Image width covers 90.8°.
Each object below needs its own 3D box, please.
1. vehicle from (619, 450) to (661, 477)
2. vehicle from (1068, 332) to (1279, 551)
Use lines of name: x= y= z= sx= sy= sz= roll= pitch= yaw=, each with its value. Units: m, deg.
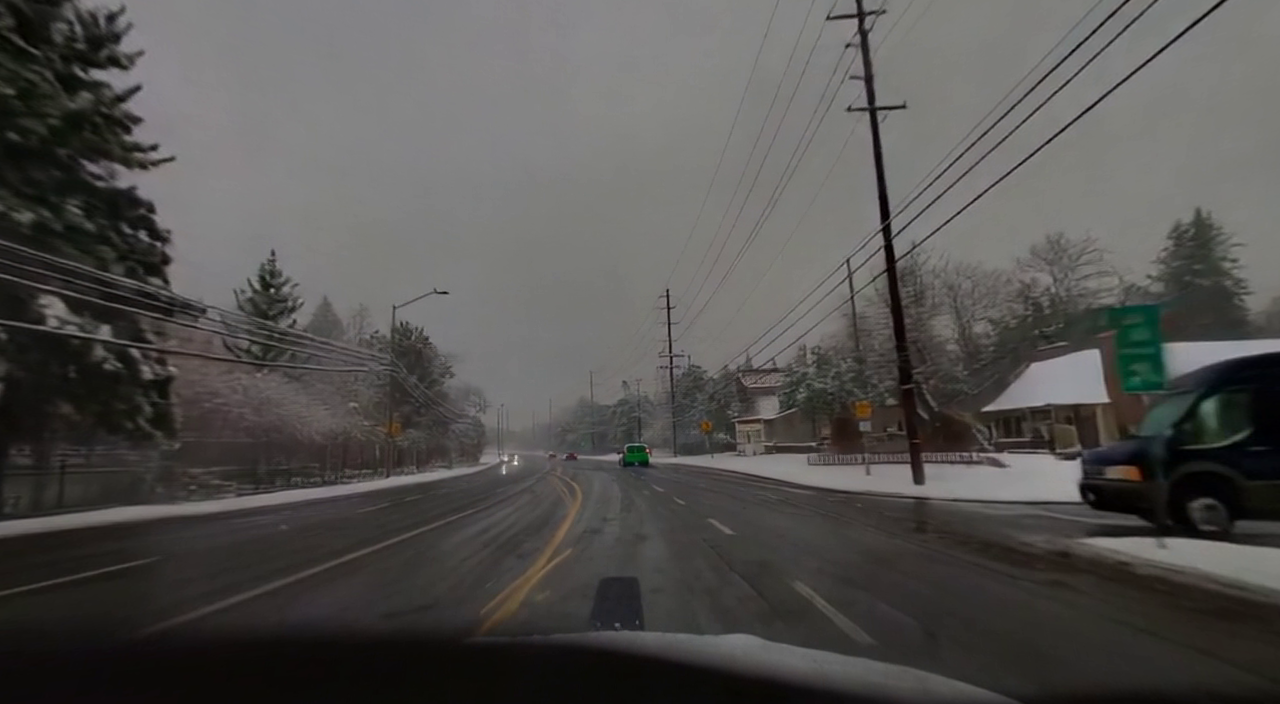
vehicle: x=-0.057 y=6.616 z=37.631 sx=2.015 sy=1.467 sz=4.117 roll=1 pitch=-9 yaw=-7
vehicle: x=11.088 y=1.271 z=9.092 sx=7.877 sy=3.012 sz=2.916 roll=-6 pitch=-11 yaw=32
